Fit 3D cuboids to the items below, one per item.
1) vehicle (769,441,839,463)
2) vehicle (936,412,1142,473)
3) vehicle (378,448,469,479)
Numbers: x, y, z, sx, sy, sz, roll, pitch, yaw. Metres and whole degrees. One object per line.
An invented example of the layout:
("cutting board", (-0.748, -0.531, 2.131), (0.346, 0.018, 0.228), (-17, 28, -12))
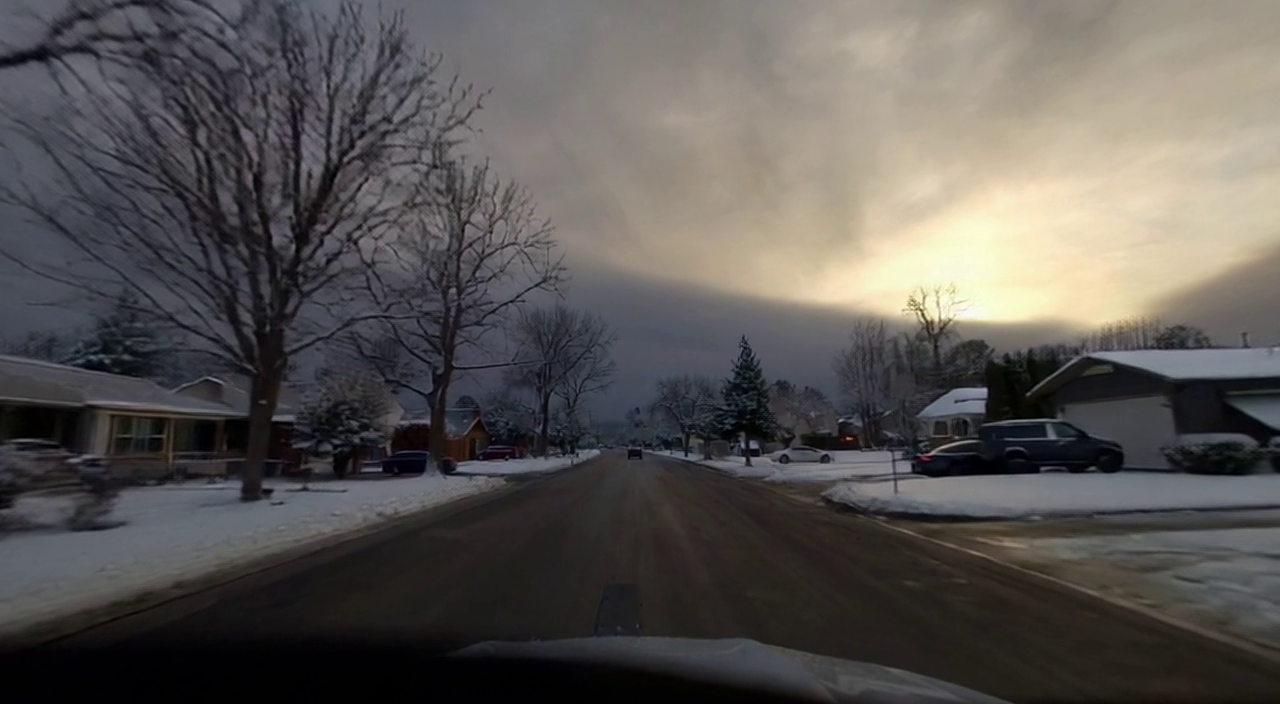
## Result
("vehicle", (12.003, 7.341, 46.348), (4.626, 1.541, 1.866), (1, -9, -2))
("vehicle", (12.776, 2.943, 20.556), (5.049, 1.845, 2.327), (0, -9, 0))
("vehicle", (-13.232, 6.797, 38.842), (4.887, 1.788, 2.006), (0, -8, -3))
